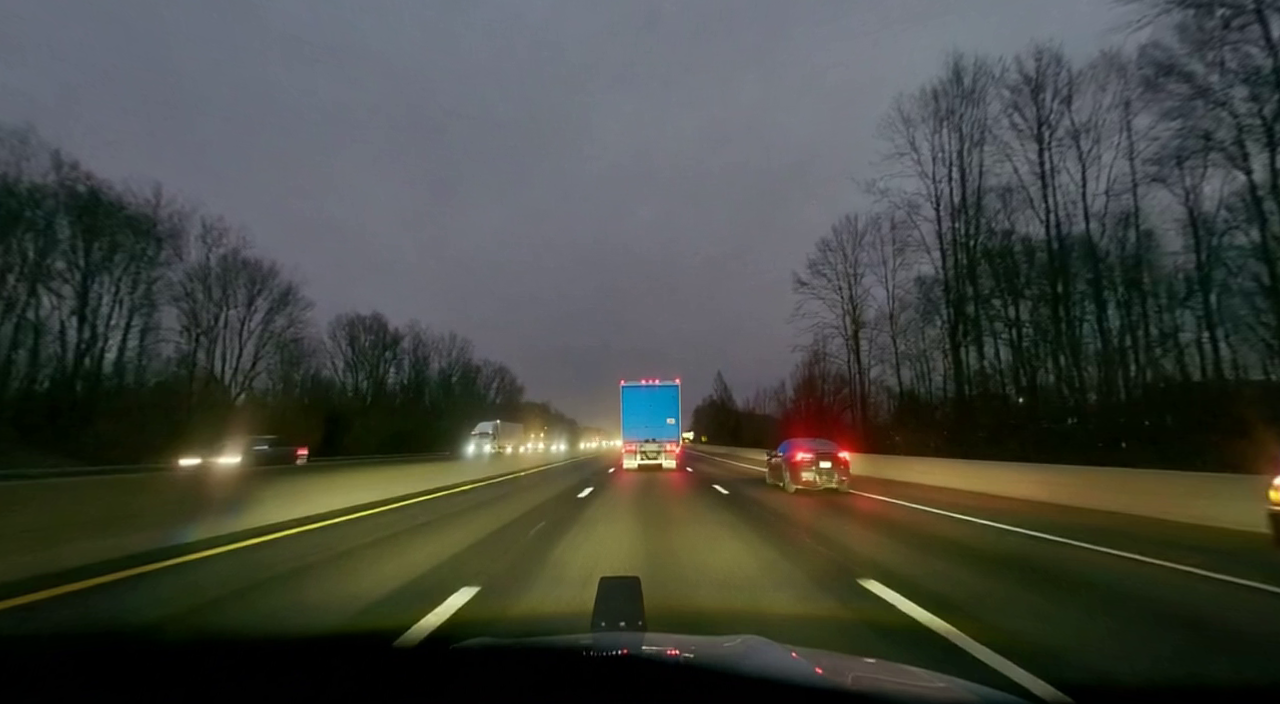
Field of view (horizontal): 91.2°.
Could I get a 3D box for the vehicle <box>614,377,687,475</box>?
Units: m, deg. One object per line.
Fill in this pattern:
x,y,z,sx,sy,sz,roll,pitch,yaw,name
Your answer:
0.479,3.812,31.275,3.010,4.039,10.481,0,-8,0,vehicle

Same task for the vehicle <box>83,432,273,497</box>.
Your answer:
-13.151,3.206,18.334,2.041,1.648,4.501,0,-8,1,vehicle
